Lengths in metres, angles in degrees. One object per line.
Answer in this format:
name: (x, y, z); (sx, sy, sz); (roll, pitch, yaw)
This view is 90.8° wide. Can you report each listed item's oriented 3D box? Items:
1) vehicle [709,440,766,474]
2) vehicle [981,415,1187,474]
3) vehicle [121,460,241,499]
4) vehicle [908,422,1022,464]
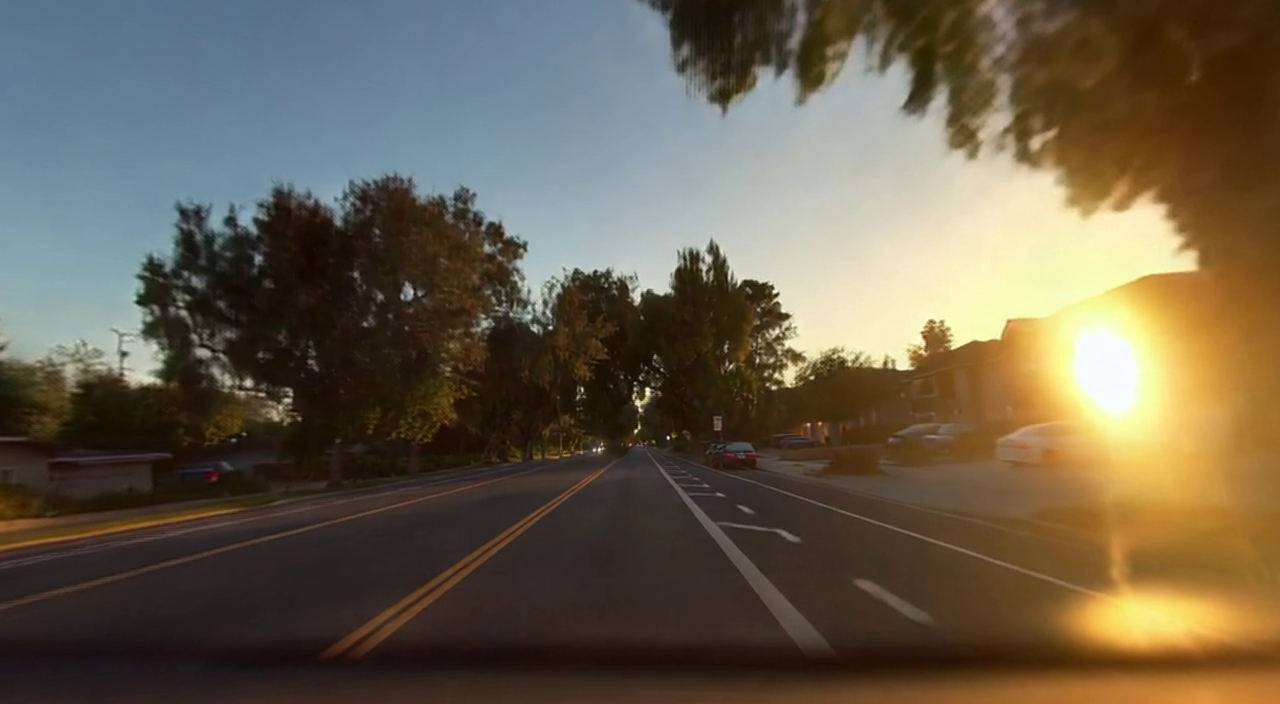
vehicle: (4.843, 5.313, 32.103); (1.995, 1.553, 4.628); (0, -9, -2)
vehicle: (13.303, 2.813, 19.170); (4.710, 1.612, 1.999); (-1, -8, -2)
vehicle: (-23.266, 6.437, 32.160); (4.466, 1.773, 2.063); (-1, -8, -2)
vehicle: (14.517, 4.028, 28.283); (4.268, 1.508, 1.861); (-2, -6, -15)
